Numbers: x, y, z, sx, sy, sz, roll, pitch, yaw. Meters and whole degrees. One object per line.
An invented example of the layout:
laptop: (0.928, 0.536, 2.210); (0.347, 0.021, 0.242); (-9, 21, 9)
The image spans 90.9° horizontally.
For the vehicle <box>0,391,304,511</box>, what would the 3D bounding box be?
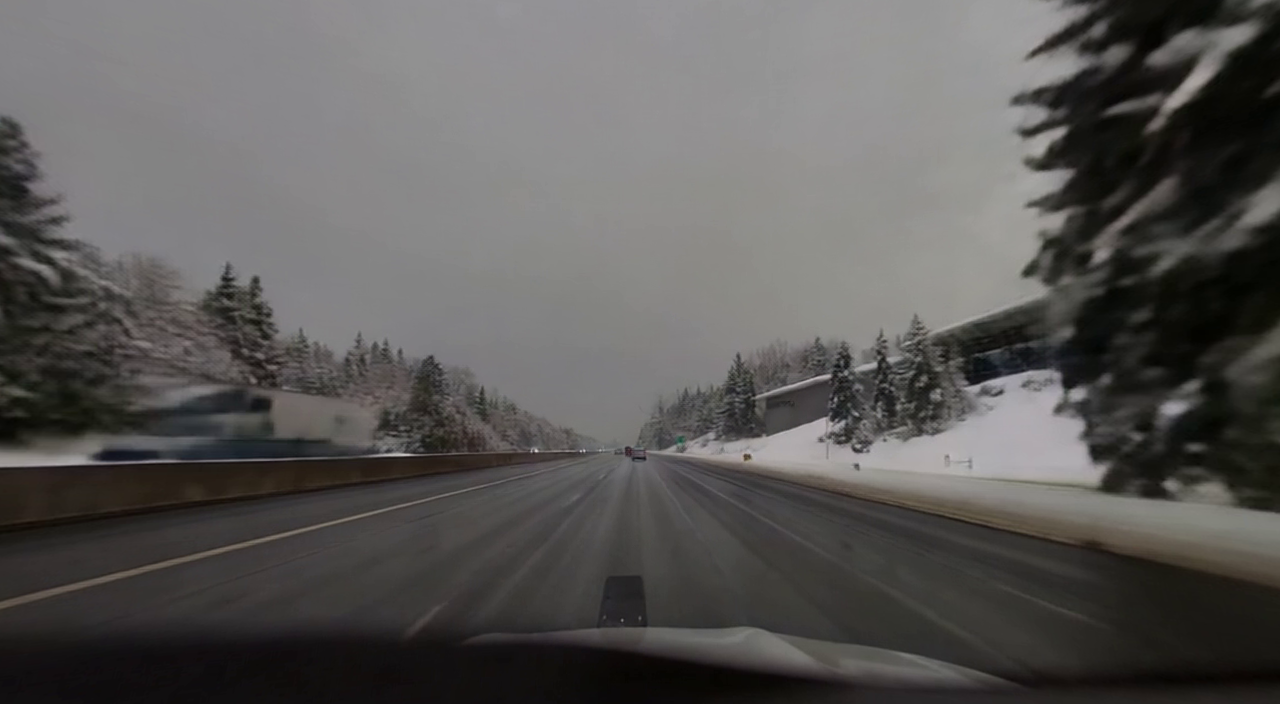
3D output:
vehicle: (-11.386, 2.408, 15.504); (2.400, 2.294, 6.797); (0, -9, 1)
